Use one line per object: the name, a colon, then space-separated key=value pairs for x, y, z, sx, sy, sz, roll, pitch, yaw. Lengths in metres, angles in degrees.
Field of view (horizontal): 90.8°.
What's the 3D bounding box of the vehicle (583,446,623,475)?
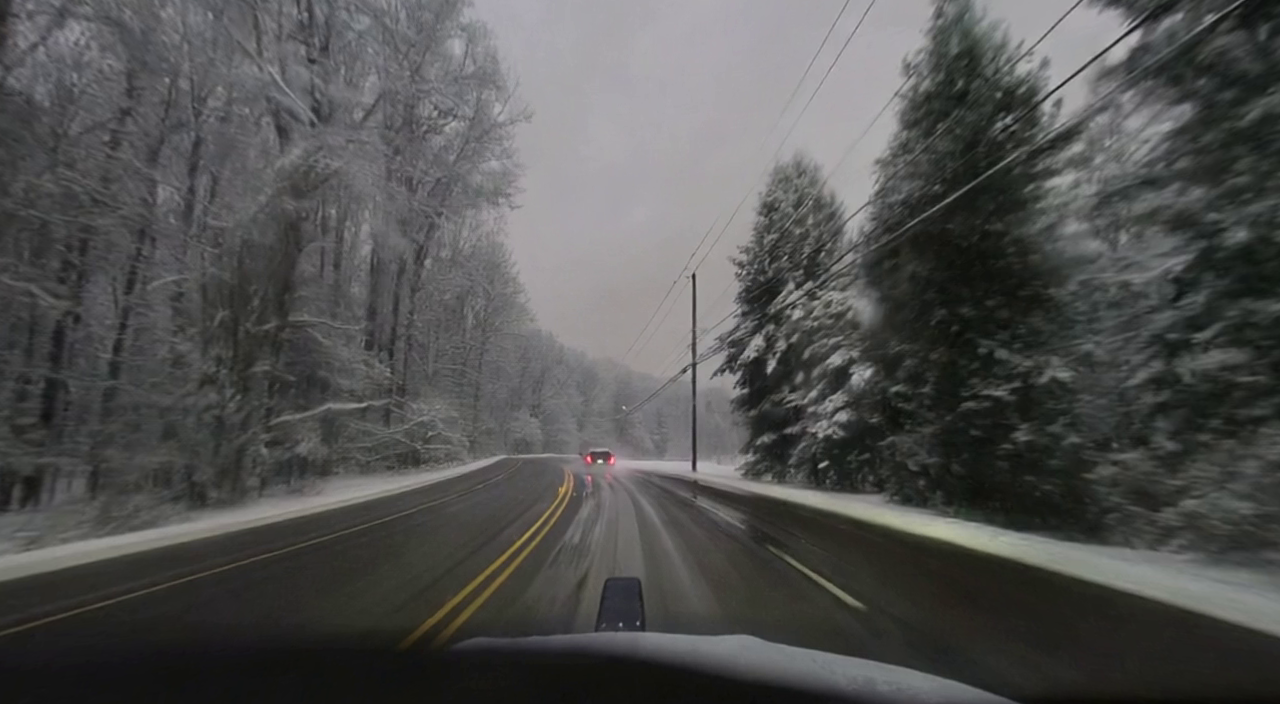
vehicle: x=-2.225 y=6.319 z=37.141 sx=2.059 sy=1.524 sz=3.963 roll=3 pitch=-9 yaw=-6
